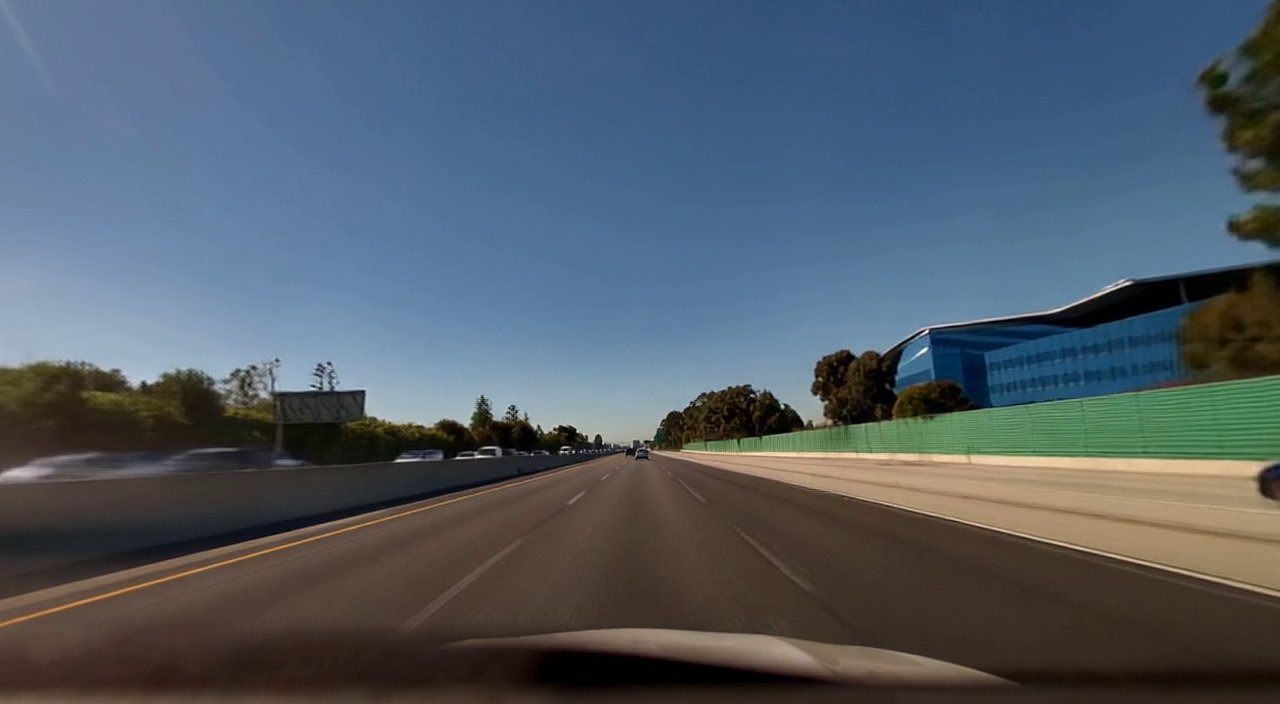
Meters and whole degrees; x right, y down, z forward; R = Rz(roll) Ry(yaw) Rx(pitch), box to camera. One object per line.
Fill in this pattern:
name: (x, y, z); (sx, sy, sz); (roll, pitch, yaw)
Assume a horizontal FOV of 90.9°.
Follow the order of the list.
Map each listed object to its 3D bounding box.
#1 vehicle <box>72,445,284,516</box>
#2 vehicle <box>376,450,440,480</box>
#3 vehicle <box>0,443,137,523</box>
vehicle: (-11.103, 3.089, 15.655); (1.971, 1.469, 4.346); (0, -9, 0)
vehicle: (-11.859, 5.789, 32.500); (1.796, 1.442, 3.938); (0, -9, 0)
vehicle: (-15.636, 3.255, 16.004); (2.114, 1.792, 4.296); (0, -9, 0)
